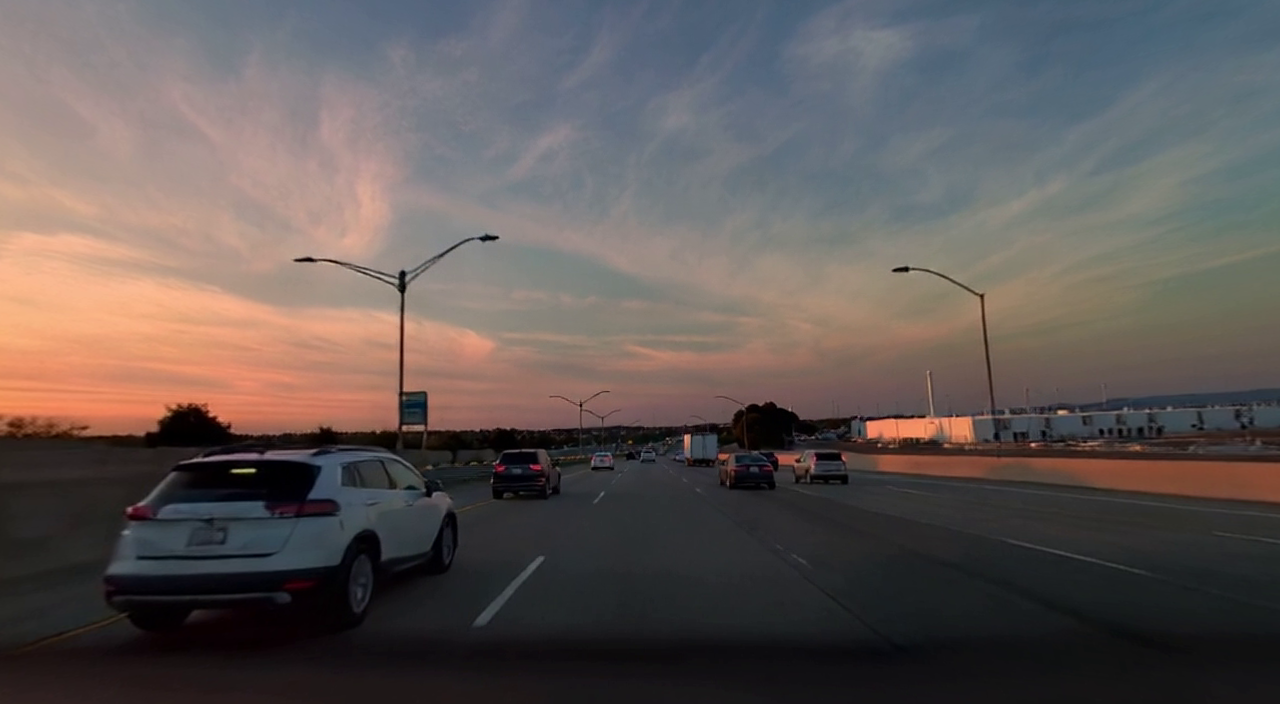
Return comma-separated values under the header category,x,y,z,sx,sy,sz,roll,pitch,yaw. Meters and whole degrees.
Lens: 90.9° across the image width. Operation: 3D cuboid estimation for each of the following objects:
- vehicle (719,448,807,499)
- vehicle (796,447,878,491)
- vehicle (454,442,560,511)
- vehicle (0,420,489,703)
category,x,y,z,sx,sy,sz,roll,pitch,yaw
vehicle,3.898,3.928,20.835,1.942,1.453,4.329,0,-9,-1
vehicle,7.530,4.475,24.484,1.860,1.520,3.961,-1,-9,0
vehicle,-3.549,3.402,17.701,2.036,1.669,4.112,-1,-9,1
vehicle,-3.075,1.509,5.669,2.067,1.555,4.851,-1,-9,2
